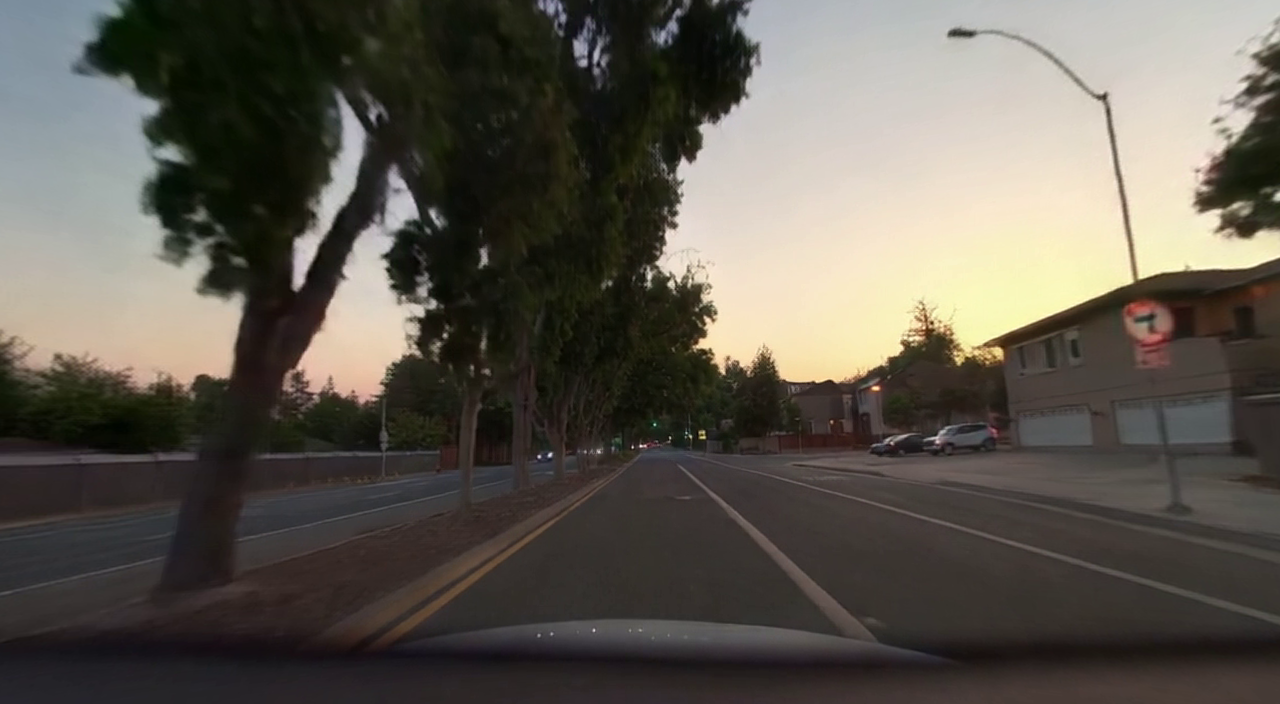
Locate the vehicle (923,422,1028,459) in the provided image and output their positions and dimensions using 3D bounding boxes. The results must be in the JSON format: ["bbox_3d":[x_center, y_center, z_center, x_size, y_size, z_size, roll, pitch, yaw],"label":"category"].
[{"bbox_3d":[18.617,4.931,35.009,4.611,1.920,2.043,0,-8,-2],"label":"vehicle"}]

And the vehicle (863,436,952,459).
[{"bbox_3d":[18.244,6.542,42.935,5.126,1.469,2.009,-1,-8,0],"label":"vehicle"}]
